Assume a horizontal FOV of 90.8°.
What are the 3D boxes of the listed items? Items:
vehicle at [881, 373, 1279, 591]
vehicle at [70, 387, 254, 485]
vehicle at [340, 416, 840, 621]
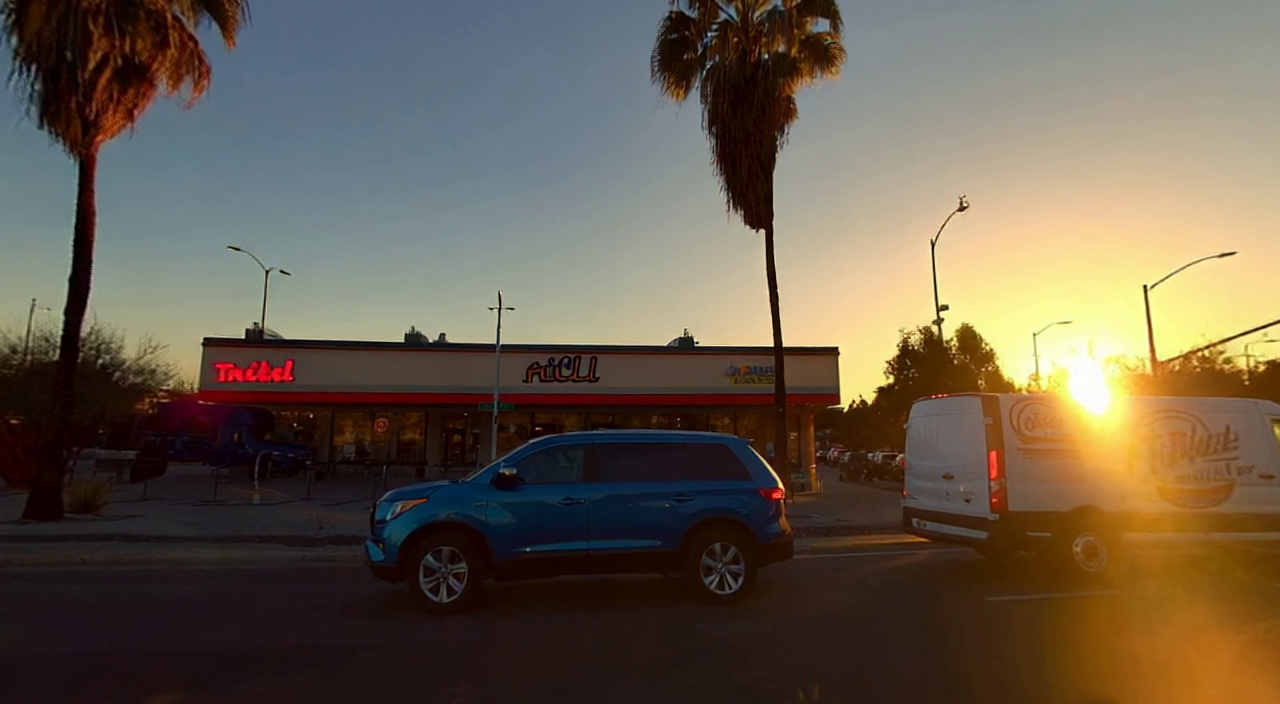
[{"bbox_3d":[6.644,1.540,8.036,6.246,2.202,2.277,1,-9,-7],"label":"vehicle"},{"bbox_3d":[-21.664,3.968,29.436,3.034,3.929,7.699,1,-9,-6],"label":"vehicle"},{"bbox_3d":[-0.483,1.627,6.848,4.493,1.728,2.137,1,-9,-9],"label":"vehicle"}]
